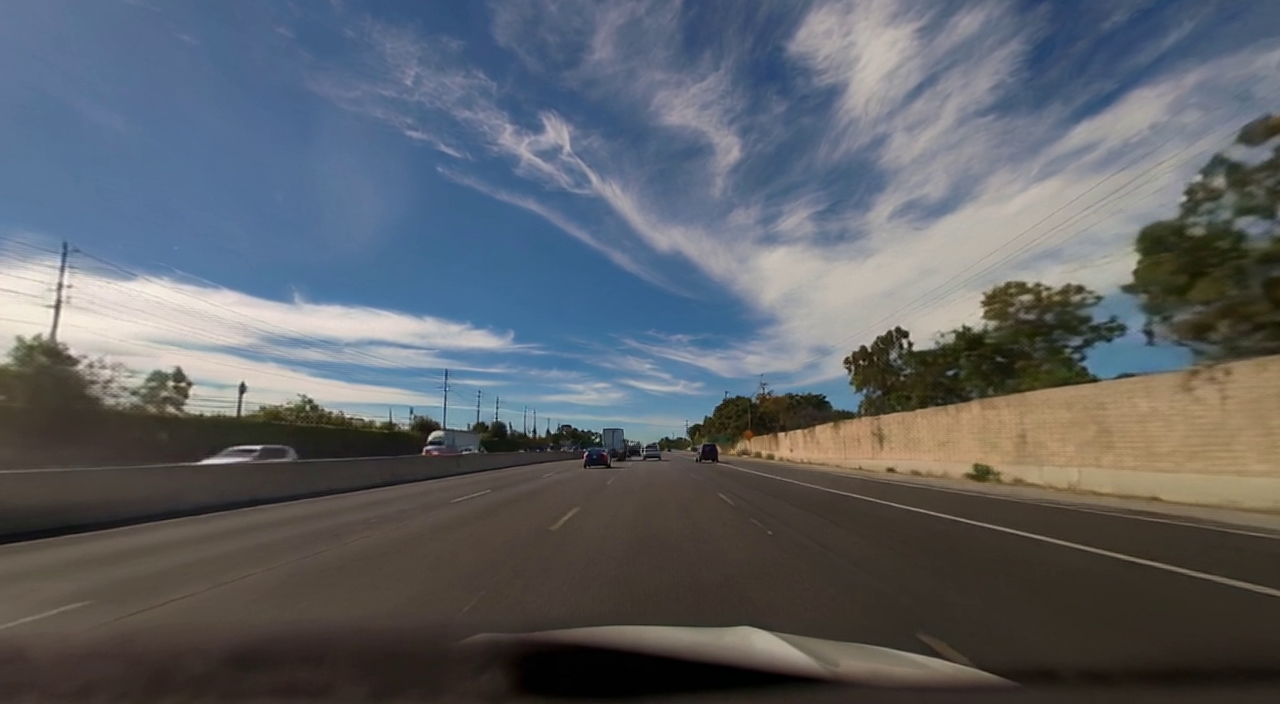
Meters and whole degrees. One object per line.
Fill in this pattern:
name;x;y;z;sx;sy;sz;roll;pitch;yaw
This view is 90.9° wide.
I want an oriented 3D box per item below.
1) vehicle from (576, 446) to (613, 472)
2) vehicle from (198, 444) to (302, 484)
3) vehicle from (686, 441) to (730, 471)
vehicle;-2.797;6.660;39.453;2.004;1.498;4.043;0;-9;1
vehicle;-15.336;4.395;25.014;1.790;1.461;3.501;0;-9;1
vehicle;4.305;6.639;40.379;2.214;1.799;4.627;0;-9;-1
